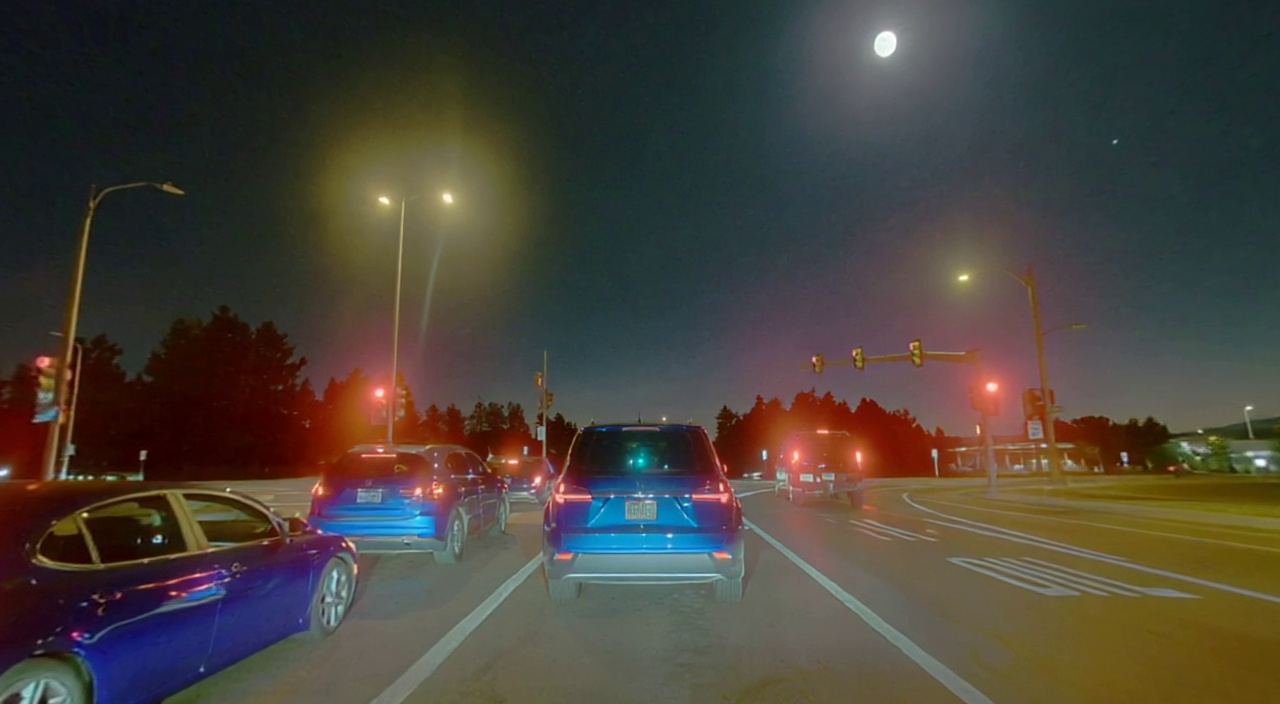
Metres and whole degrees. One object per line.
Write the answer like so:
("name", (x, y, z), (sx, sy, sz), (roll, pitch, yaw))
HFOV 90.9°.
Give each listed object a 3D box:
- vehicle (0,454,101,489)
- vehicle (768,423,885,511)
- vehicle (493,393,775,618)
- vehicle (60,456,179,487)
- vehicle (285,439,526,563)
("vehicle", (-27.015, 5.290, 27.974), (4.198, 1.444, 1.765), (2, -9, -16))
("vehicle", (4.801, 3.005, 16.913), (2.084, 2.053, 4.073), (-1, -8, 4))
("vehicle", (-0.041, 1.524, 7.170), (2.203, 1.757, 4.286), (0, -8, 0))
("vehicle", (-25.990, 5.950, 31.604), (4.140, 1.444, 1.742), (2, -9, -15))
("vehicle", (-3.206, 2.099, 9.764), (1.913, 1.453, 4.413), (0, -8, 2))
